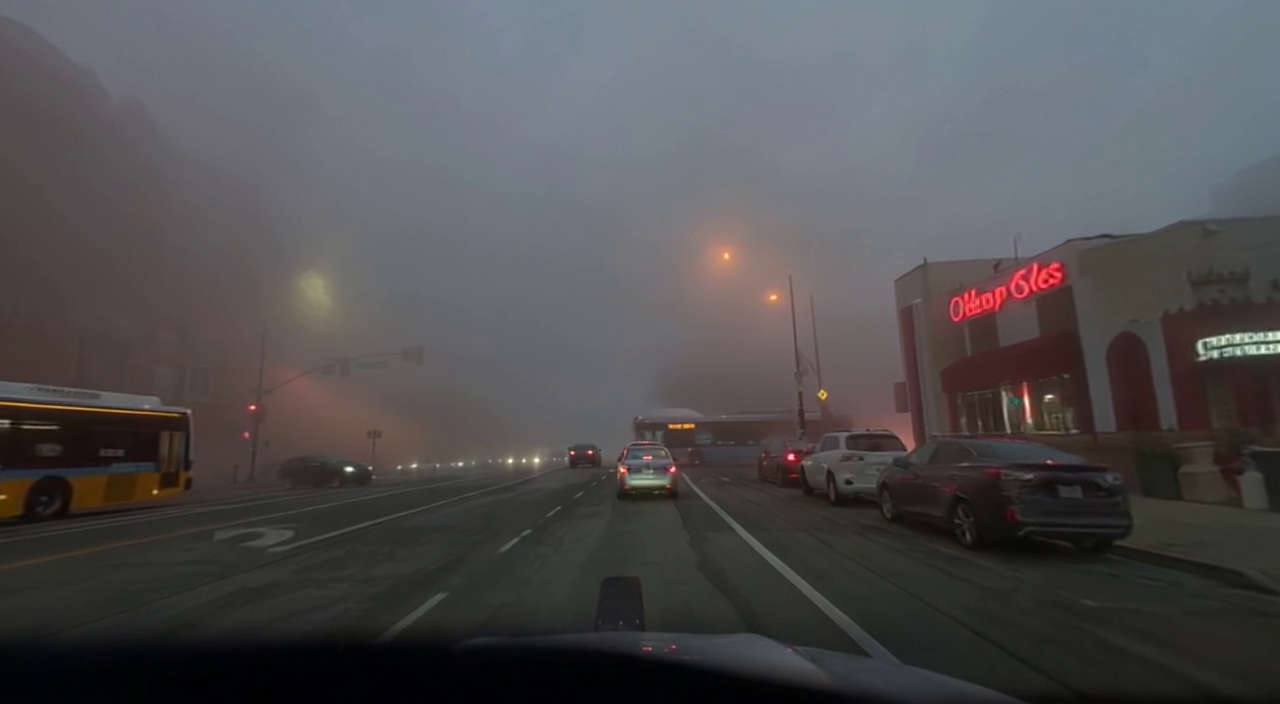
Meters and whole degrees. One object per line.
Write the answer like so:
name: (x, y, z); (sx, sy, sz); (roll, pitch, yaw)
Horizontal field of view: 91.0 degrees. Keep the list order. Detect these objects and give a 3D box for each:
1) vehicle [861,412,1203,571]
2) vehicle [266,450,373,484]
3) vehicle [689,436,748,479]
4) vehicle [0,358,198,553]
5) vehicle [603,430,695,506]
vehicle: (4.963, 1.824, 8.958); (2.014, 1.681, 4.332); (0, -9, -1)
vehicle: (-18.397, 6.583, 36.213); (5.016, 1.792, 2.250); (-1, -9, 10)
vehicle: (3.303, 4.506, 27.190); (2.222, 1.688, 3.952); (0, -9, 3)
vehicle: (-12.875, 1.570, 9.429); (3.356, 3.365, 12.460); (0, -9, 1)
vehicle: (0.175, 3.020, 16.806); (2.089, 1.699, 4.650); (0, -9, -1)
